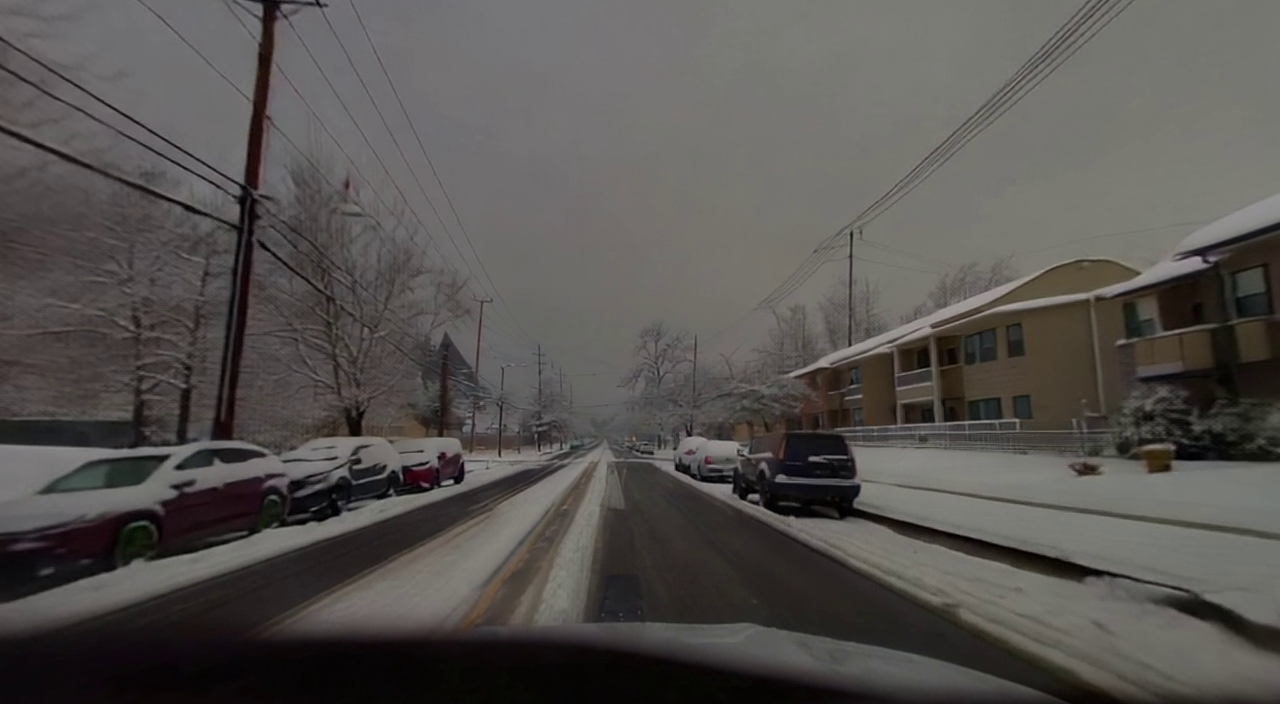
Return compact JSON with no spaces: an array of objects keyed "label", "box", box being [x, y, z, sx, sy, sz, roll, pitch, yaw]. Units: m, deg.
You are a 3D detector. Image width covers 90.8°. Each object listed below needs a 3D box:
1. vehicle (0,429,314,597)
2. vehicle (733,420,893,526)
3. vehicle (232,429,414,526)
[{"label":"vehicle","box":[-6.289,1.874,8.390,1.863,1.561,4.380,-3,-7,-4]},{"label":"vehicle","box":[3.205,2.344,12.716,1.936,1.756,4.127,0,-9,-2]},{"label":"vehicle","box":[-6.642,2.614,13.914,1.988,1.734,4.400,-1,-8,-4]}]
